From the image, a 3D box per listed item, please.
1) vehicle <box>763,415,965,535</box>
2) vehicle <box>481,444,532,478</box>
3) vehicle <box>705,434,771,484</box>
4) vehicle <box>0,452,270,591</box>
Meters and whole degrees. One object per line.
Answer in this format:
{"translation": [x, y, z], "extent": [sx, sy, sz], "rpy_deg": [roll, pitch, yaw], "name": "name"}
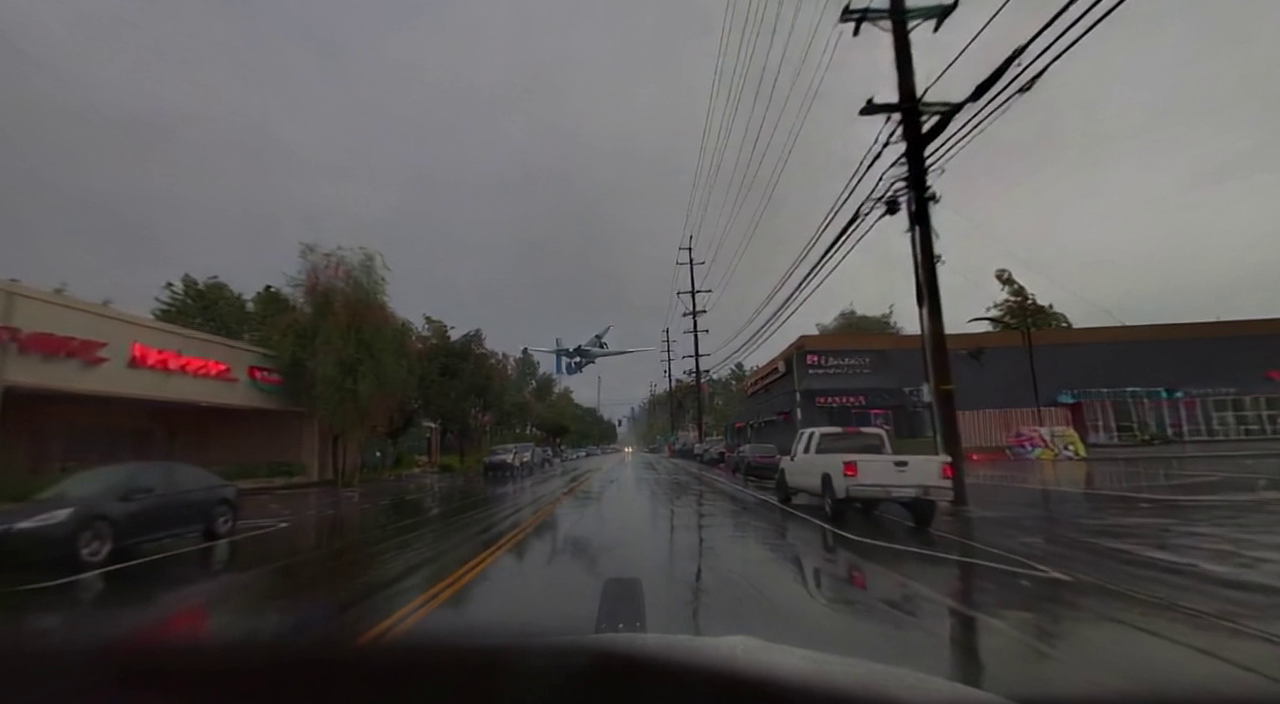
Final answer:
{"translation": [4.074, 2.324, 12.559], "extent": [2.080, 1.893, 4.699], "rpy_deg": [0, -9, -3], "name": "vehicle"}
{"translation": [-7.774, 6.365, 37.204], "extent": [1.992, 1.676, 4.429], "rpy_deg": [-4, -8, 0], "name": "vehicle"}
{"translation": [4.032, 4.489, 26.869], "extent": [2.011, 1.902, 4.763], "rpy_deg": [0, -9, 0], "name": "vehicle"}
{"translation": [-7.715, 2.320, 9.407], "extent": [1.872, 1.455, 4.350], "rpy_deg": [-3, -8, -1], "name": "vehicle"}
